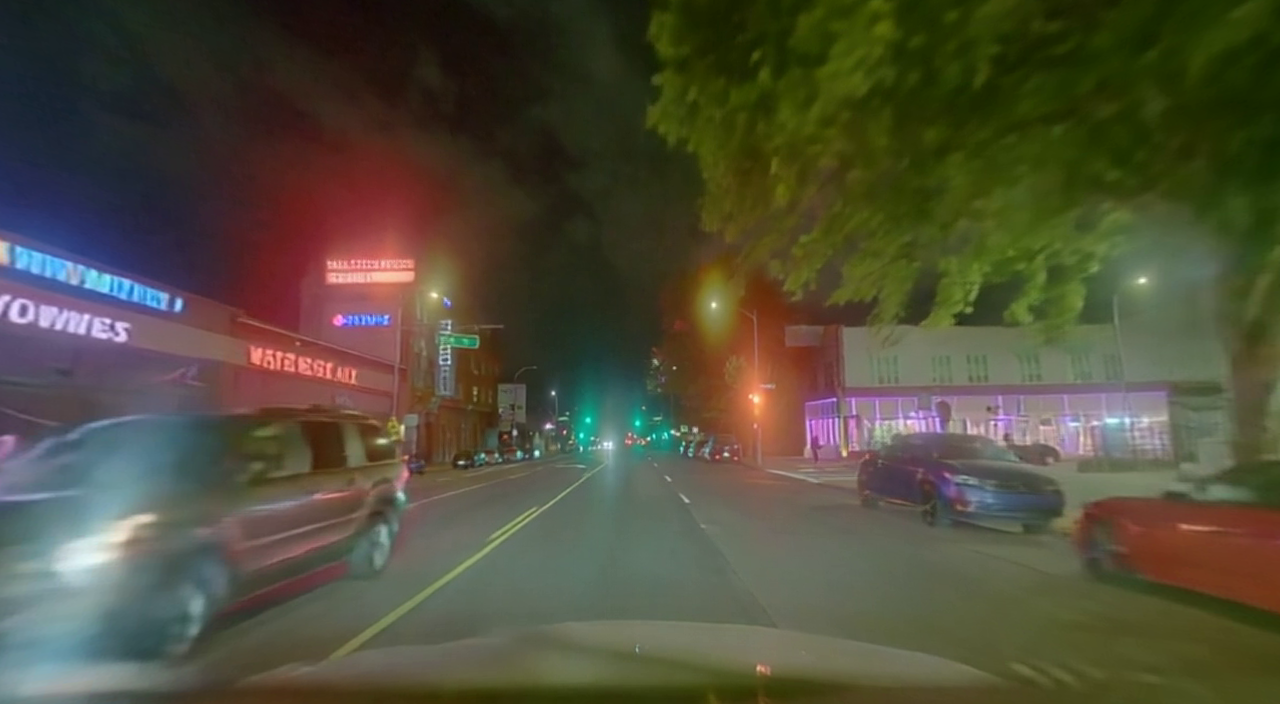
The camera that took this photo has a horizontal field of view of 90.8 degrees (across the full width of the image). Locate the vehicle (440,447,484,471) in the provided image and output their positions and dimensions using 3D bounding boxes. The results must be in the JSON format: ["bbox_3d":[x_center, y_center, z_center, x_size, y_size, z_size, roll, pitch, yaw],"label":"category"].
[{"bbox_3d":[-12.474,7.493,44.509,1.804,1.533,4.121,0,-8,1],"label":"vehicle"}]

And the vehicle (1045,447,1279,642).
[{"bbox_3d":[5.880,1.535,5.180,1.910,1.471,4.758,0,-8,-1],"label":"vehicle"}]

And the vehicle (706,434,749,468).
[{"bbox_3d":[5.553,6.337,40.541,2.010,1.943,4.319,-1,-8,-1],"label":"vehicle"}]

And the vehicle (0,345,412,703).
[{"bbox_3d":[-3.437,1.158,4.655,2.028,1.764,4.503,1,-8,-3],"label":"vehicle"}]

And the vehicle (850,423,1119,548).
[{"bbox_3d":[5.870,2.311,11.741,2.150,1.805,4.870,0,-8,-1],"label":"vehicle"}]
